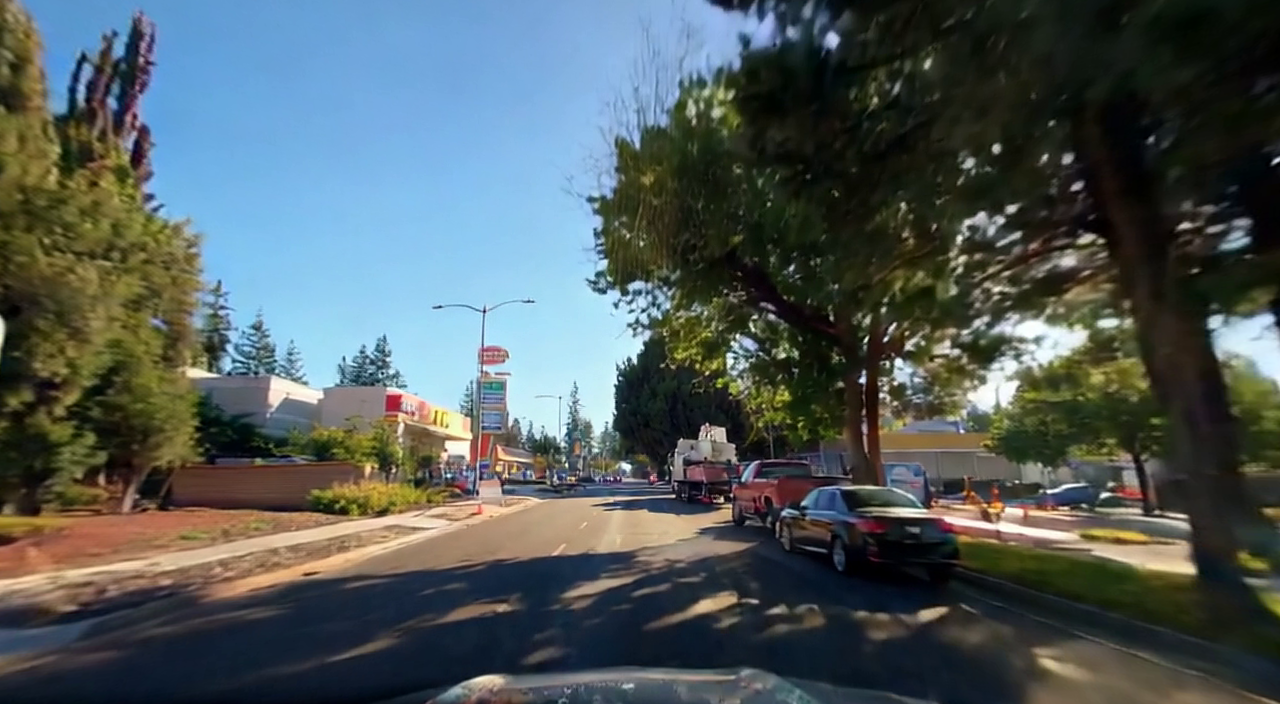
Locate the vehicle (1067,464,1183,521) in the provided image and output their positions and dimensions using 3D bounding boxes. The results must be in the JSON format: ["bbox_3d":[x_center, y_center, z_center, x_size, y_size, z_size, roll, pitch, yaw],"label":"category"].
[{"bbox_3d":[18.836,5.459,24.618,2.436,2.052,2.410,0,-11,2],"label":"vehicle"}]

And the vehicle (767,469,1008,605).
[{"bbox_3d":[3.203,2.482,9.147,1.844,1.498,3.898,1,-11,-1],"label":"vehicle"}]

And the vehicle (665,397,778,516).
[{"bbox_3d":[3.083,4.947,28.909,2.990,4.098,13.928,1,-11,-1],"label":"vehicle"}]
